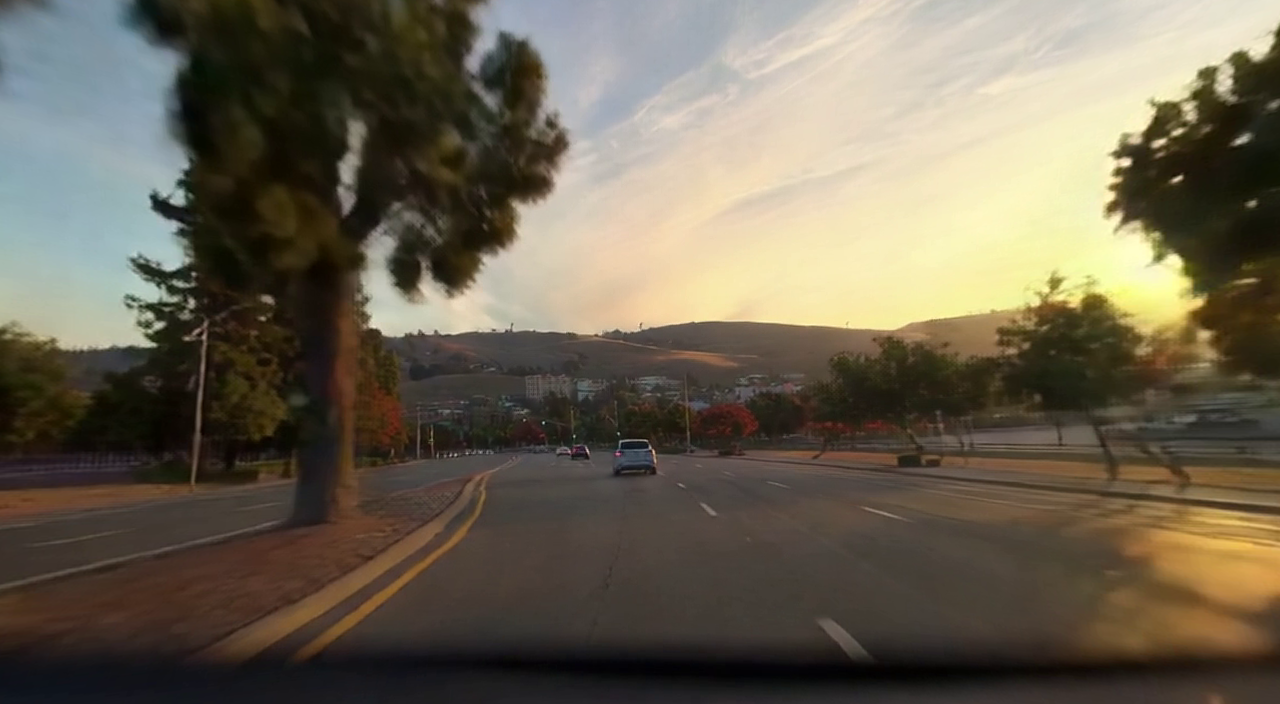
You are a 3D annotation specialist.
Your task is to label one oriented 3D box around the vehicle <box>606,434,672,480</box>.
[{"bbox_3d":[-0.156,4.396,26.671,2.253,1.756,4.313,1,-9,-7],"label":"vehicle"}]
